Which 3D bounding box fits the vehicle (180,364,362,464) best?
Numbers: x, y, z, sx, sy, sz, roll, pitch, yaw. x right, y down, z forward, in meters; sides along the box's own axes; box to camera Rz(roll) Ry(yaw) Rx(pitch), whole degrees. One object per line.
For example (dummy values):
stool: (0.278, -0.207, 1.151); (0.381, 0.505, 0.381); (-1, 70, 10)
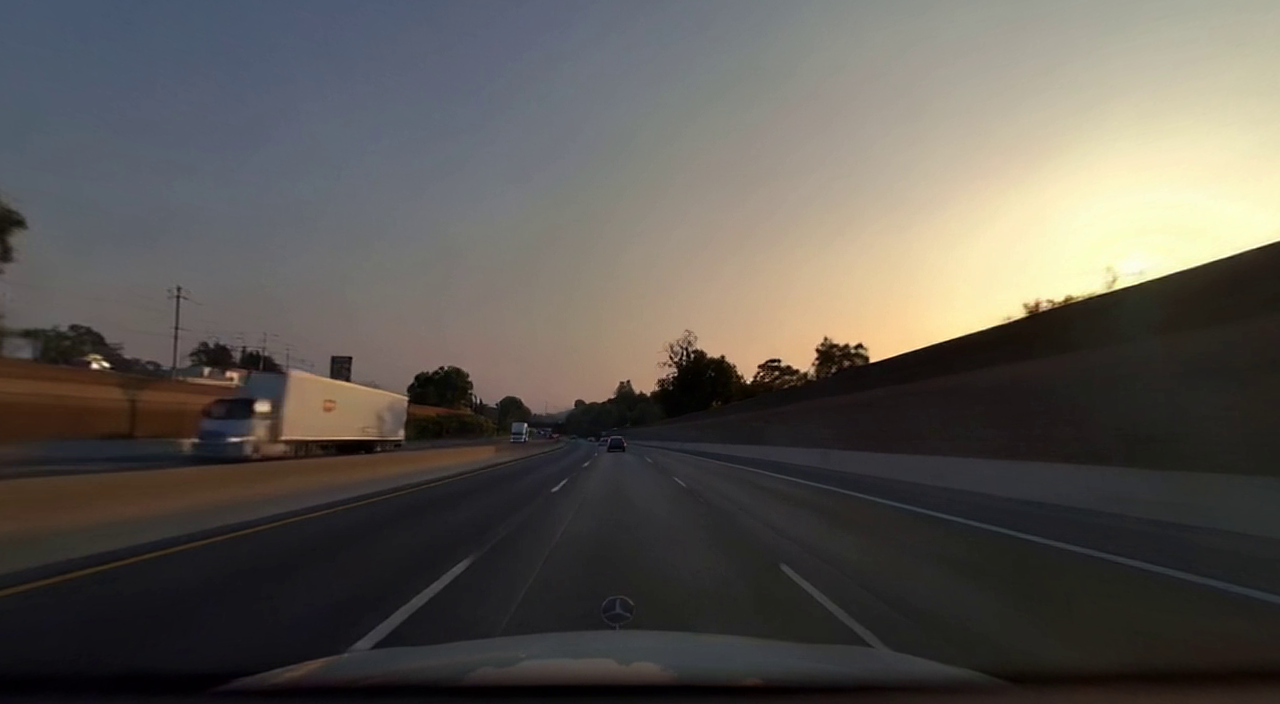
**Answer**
vehicle: (-17.048, 3.140, 30.416); (2.914, 4.000, 10.062); (0, -8, -2)
